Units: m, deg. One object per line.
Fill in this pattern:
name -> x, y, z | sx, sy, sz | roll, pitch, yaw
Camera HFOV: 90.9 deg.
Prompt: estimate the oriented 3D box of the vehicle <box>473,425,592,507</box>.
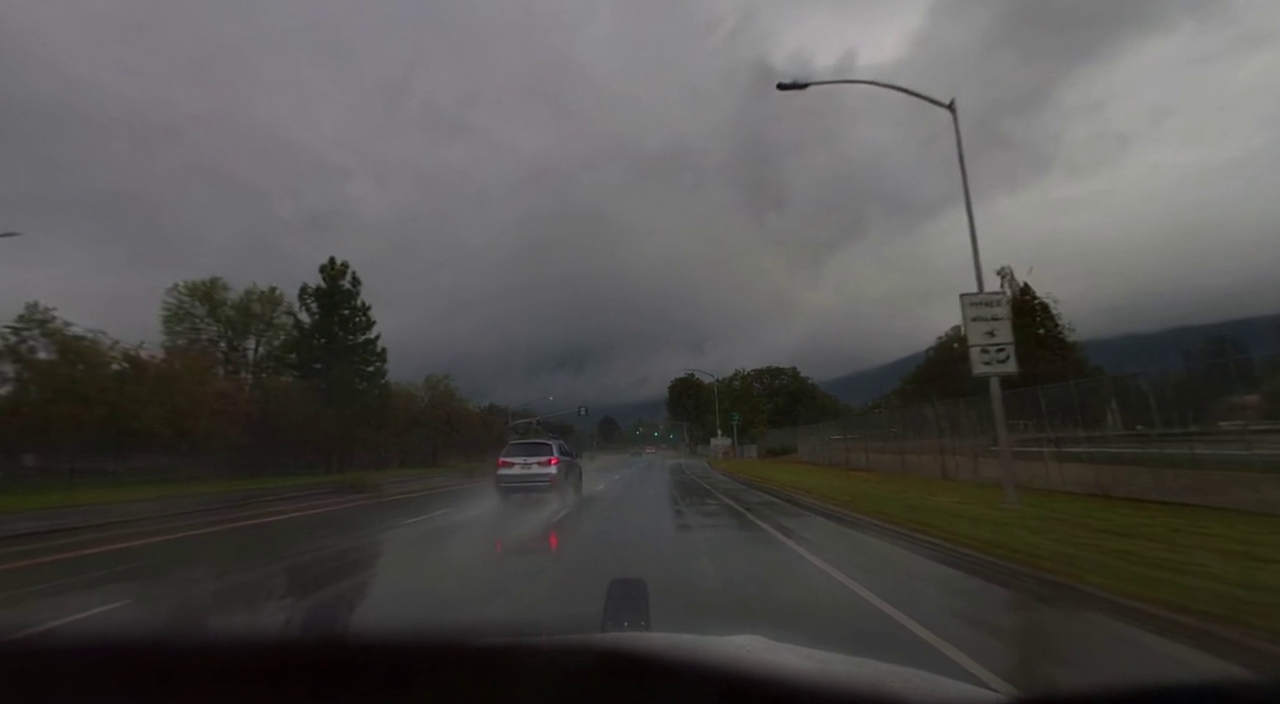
vehicle -> -2.670, 2.999, 16.991 | 2.160, 1.855, 4.695 | -1, -9, 3
